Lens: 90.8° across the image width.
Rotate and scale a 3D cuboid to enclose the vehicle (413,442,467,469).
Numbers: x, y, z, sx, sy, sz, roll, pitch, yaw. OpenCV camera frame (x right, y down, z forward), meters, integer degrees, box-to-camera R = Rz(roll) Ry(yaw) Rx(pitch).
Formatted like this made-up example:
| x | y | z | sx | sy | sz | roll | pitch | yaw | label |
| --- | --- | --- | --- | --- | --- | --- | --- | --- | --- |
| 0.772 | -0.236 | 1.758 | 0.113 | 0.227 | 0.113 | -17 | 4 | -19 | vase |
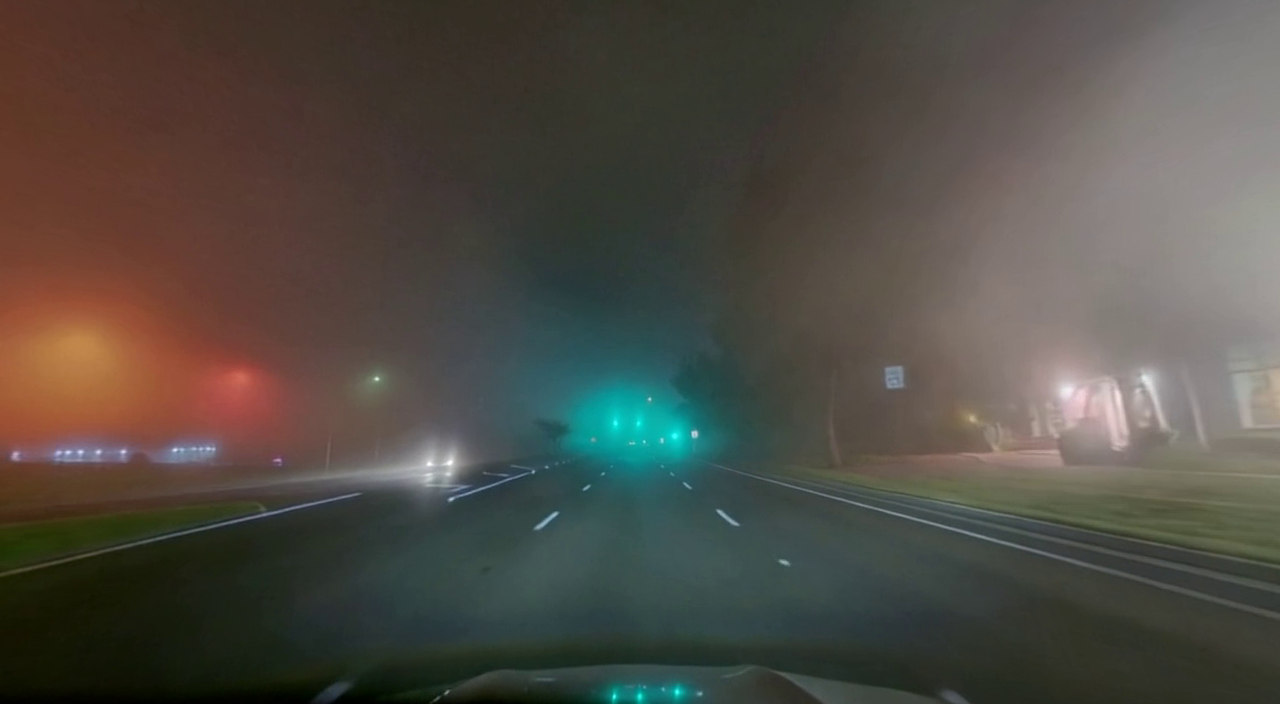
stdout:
| x | y | z | sx | sy | sz | roll | pitch | yaw | label |
| --- | --- | --- | --- | --- | --- | --- | --- | --- | --- |
| -13.934 | 7.231 | 44.279 | 2.133 | 1.770 | 5.049 | 0 | -9 | 0 | vehicle |
